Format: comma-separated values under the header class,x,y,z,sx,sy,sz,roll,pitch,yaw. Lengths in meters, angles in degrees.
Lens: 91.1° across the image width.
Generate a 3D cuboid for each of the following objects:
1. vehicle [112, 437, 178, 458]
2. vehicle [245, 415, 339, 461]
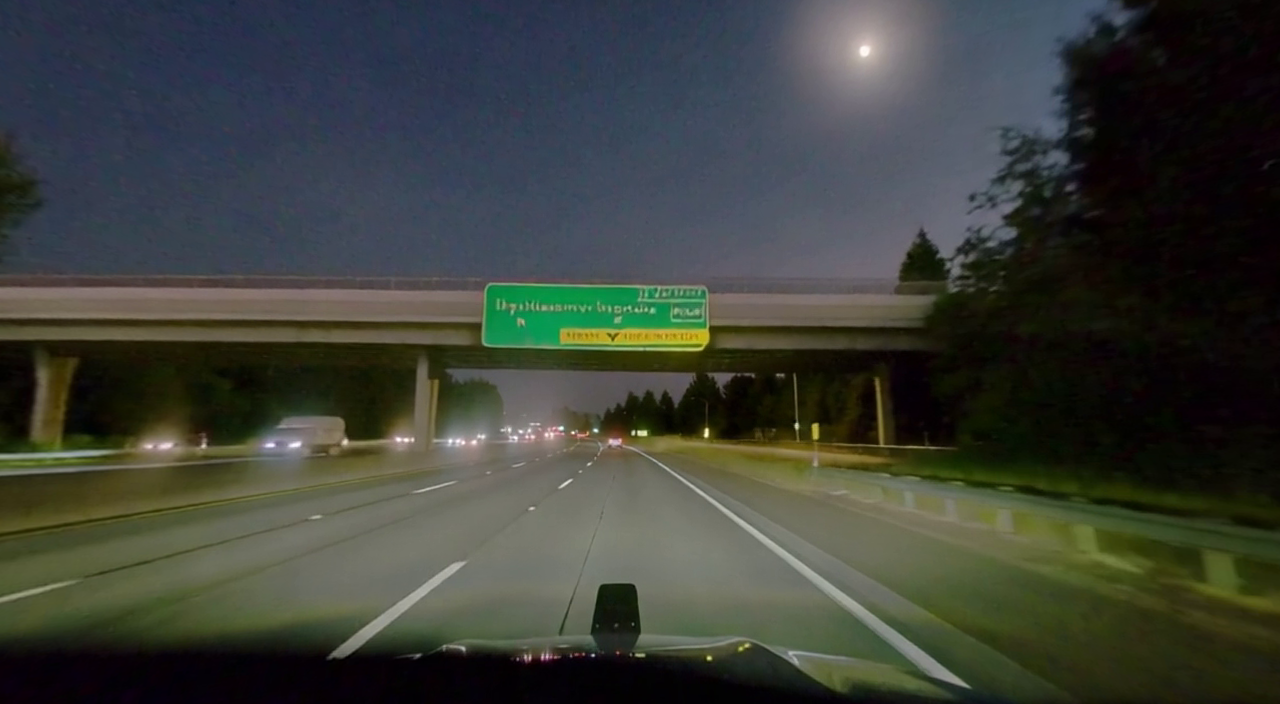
class,x,y,z,sx,sy,sz,roll,pitch,yaw
vehicle,-34.178,6.561,43.488,1.654,1.396,3.641,0,-8,-1
vehicle,-22.176,5.556,40.533,2.212,2.671,6.968,0,-8,-2
